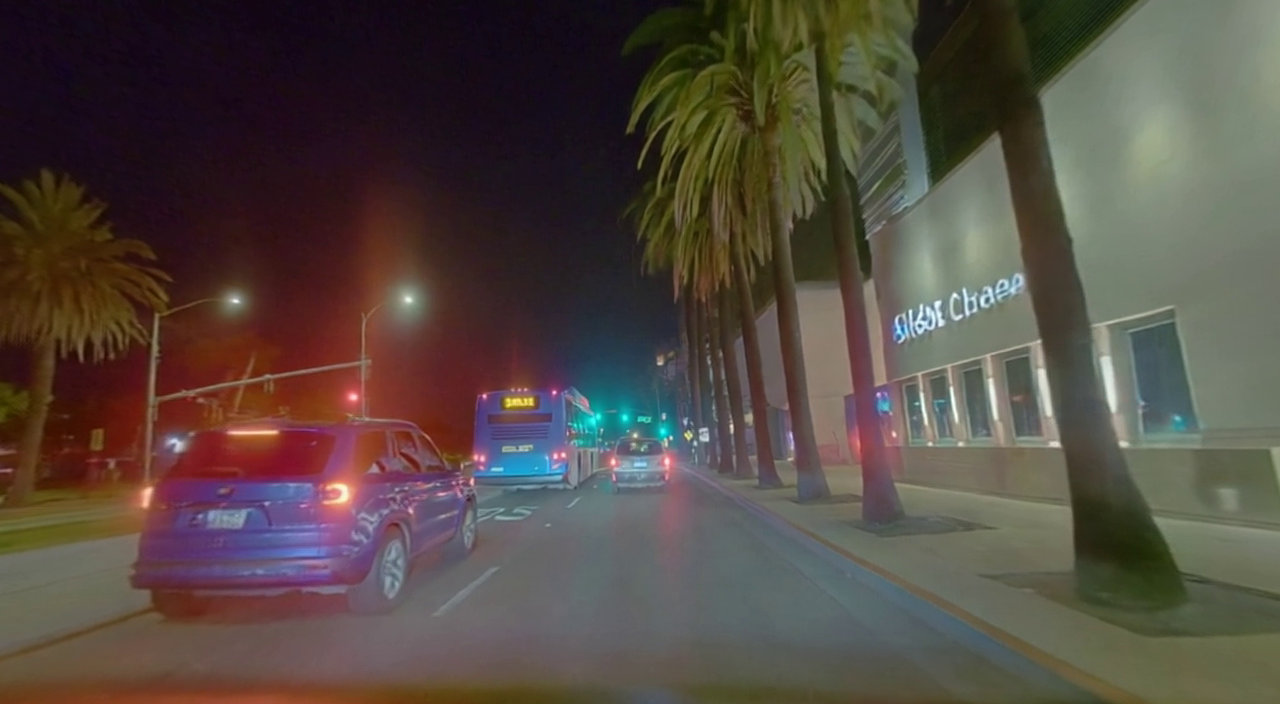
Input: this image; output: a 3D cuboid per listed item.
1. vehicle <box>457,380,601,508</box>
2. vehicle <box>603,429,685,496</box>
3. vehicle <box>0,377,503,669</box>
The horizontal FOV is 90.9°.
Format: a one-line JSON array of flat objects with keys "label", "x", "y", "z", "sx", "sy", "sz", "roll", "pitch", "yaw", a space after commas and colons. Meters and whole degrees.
[{"label": "vehicle", "x": -2.933, "y": 2.828, "z": 19.414, "sx": 2.775, "sy": 3.064, "sz": 8.297, "roll": 0, "pitch": -8, "yaw": 1}, {"label": "vehicle", "x": 0.127, "y": 3.175, "z": 18.420, "sx": 2.120, "sy": 1.727, "sz": 3.917, "roll": 0, "pitch": -8, "yaw": 1}, {"label": "vehicle", "x": -2.980, "y": 1.390, "z": 6.269, "sx": 2.124, "sy": 1.799, "sz": 4.587, "roll": 0, "pitch": -8, "yaw": 1}]
